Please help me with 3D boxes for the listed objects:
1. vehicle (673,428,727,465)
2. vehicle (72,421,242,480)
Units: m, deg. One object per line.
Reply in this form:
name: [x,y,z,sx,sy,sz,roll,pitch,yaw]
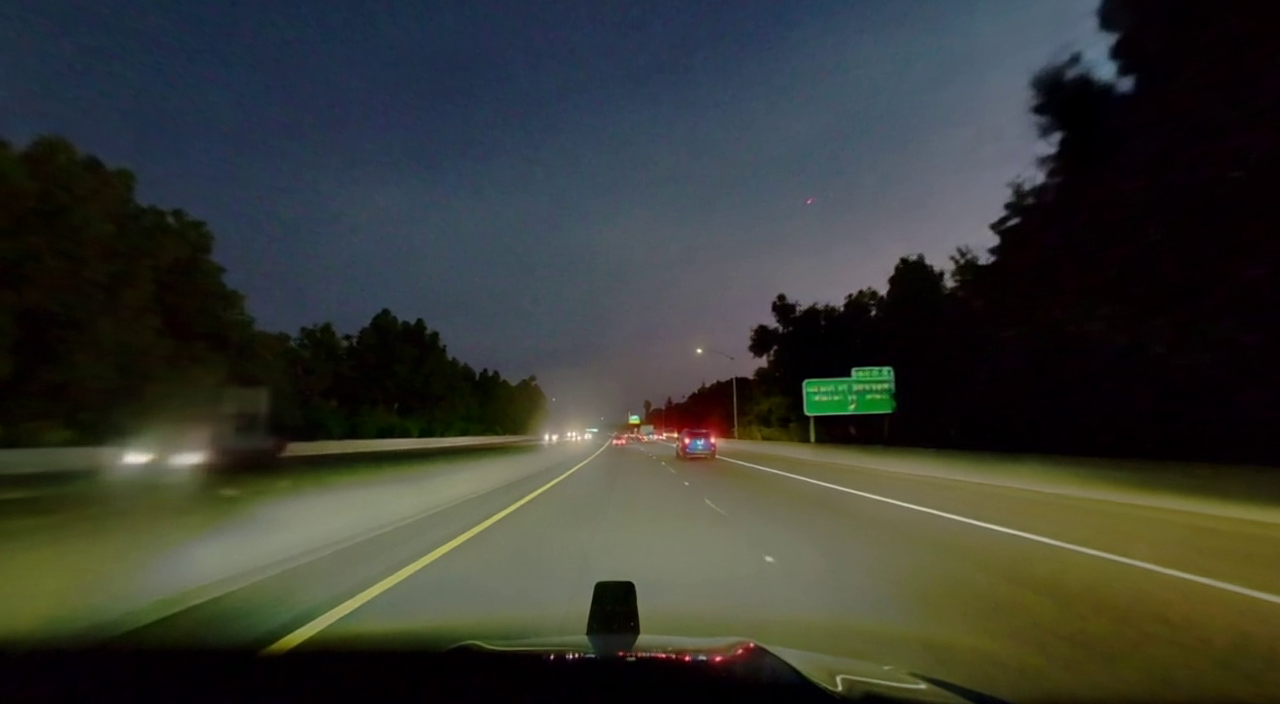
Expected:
vehicle: [2.878,4.674,31.424,2.085,1.681,4.436,0,-7,-2]
vehicle: [-14.044,2.870,18.674,1.989,1.531,3.818,0,-7,-1]
